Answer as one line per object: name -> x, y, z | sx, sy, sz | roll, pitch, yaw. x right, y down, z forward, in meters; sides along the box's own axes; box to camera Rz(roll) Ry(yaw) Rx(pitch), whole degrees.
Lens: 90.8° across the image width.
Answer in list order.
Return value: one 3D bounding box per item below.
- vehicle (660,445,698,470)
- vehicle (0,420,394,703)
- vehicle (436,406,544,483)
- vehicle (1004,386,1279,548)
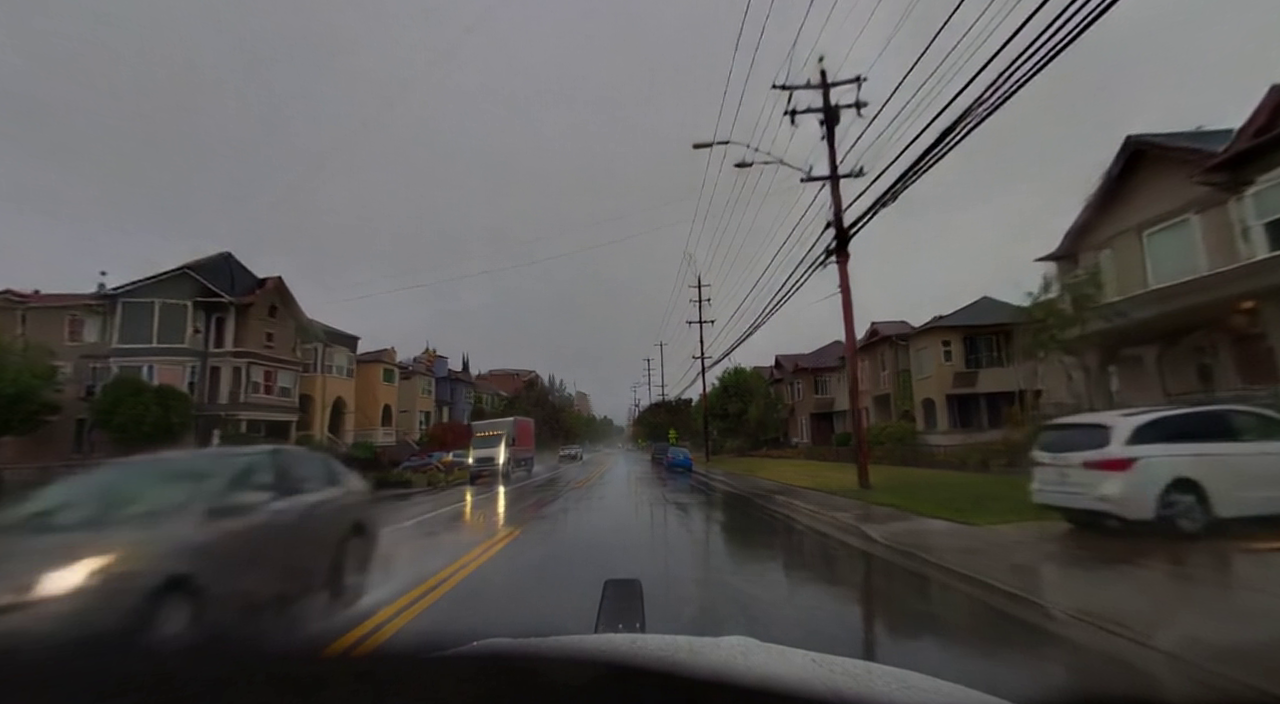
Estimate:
vehicle -> 2.331, 6.475, 39.053 | 1.890, 1.463, 4.952 | 0, -8, -2
vehicle -> -3.591, 1.321, 4.522 | 1.912, 1.491, 4.375 | 0, -8, 0
vehicle -> -6.932, 4.526, 30.652 | 3.197, 3.187, 7.847 | -1, -9, 1
vehicle -> 8.046, 1.445, 8.549 | 4.836, 1.806, 2.121 | -2, -8, -2
